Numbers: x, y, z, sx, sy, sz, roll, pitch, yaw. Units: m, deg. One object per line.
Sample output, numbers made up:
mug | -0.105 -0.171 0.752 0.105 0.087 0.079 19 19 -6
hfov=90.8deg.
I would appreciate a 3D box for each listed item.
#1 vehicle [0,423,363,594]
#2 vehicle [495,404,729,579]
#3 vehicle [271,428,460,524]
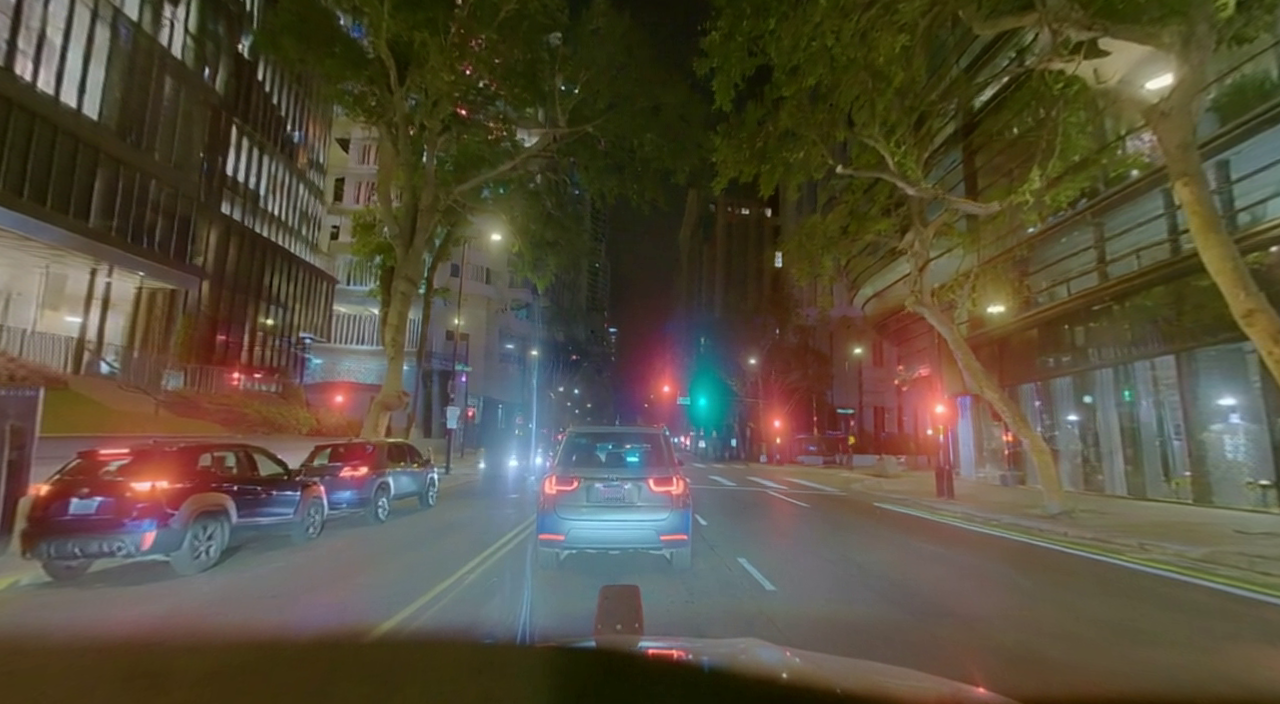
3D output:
vehicle | -5.763 1.901 8.640 1.904 1.684 4.529 0 -9 -1
vehicle | -0.259 1.653 8.179 2.258 1.687 3.934 0 -9 0
vehicle | -5.876 2.700 14.347 2.077 1.791 4.751 0 -9 1
